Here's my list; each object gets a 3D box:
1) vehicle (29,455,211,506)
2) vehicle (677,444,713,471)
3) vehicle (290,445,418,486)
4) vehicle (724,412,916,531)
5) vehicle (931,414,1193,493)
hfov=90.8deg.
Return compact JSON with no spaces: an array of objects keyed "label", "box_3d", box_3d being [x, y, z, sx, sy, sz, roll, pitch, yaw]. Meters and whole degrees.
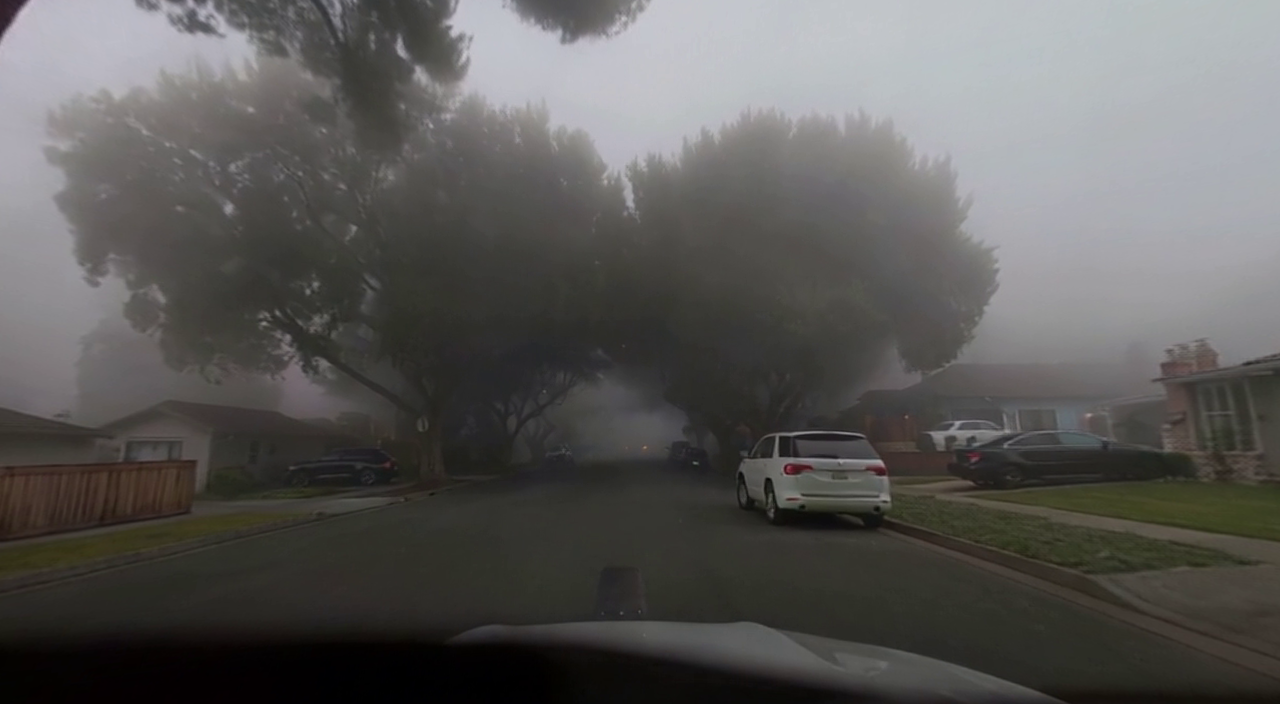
[{"label":"vehicle","box_3d":[-16.176,3.980,19.765,4.276,1.463,1.832,-1,-8,7]},{"label":"vehicle","box_3d":[3.410,6.621,39.949,2.016,1.567,4.228,0,-8,2]},{"label":"vehicle","box_3d":[-13.146,5.241,29.260,4.928,1.797,1.981,0,-8,2]},{"label":"vehicle","box_3d":[3.202,2.277,12.632,2.241,1.875,5.059,0,-8,-1]},{"label":"vehicle","box_3d":[10.473,2.611,16.170,5.041,1.486,1.969,-7,-10,13]}]
